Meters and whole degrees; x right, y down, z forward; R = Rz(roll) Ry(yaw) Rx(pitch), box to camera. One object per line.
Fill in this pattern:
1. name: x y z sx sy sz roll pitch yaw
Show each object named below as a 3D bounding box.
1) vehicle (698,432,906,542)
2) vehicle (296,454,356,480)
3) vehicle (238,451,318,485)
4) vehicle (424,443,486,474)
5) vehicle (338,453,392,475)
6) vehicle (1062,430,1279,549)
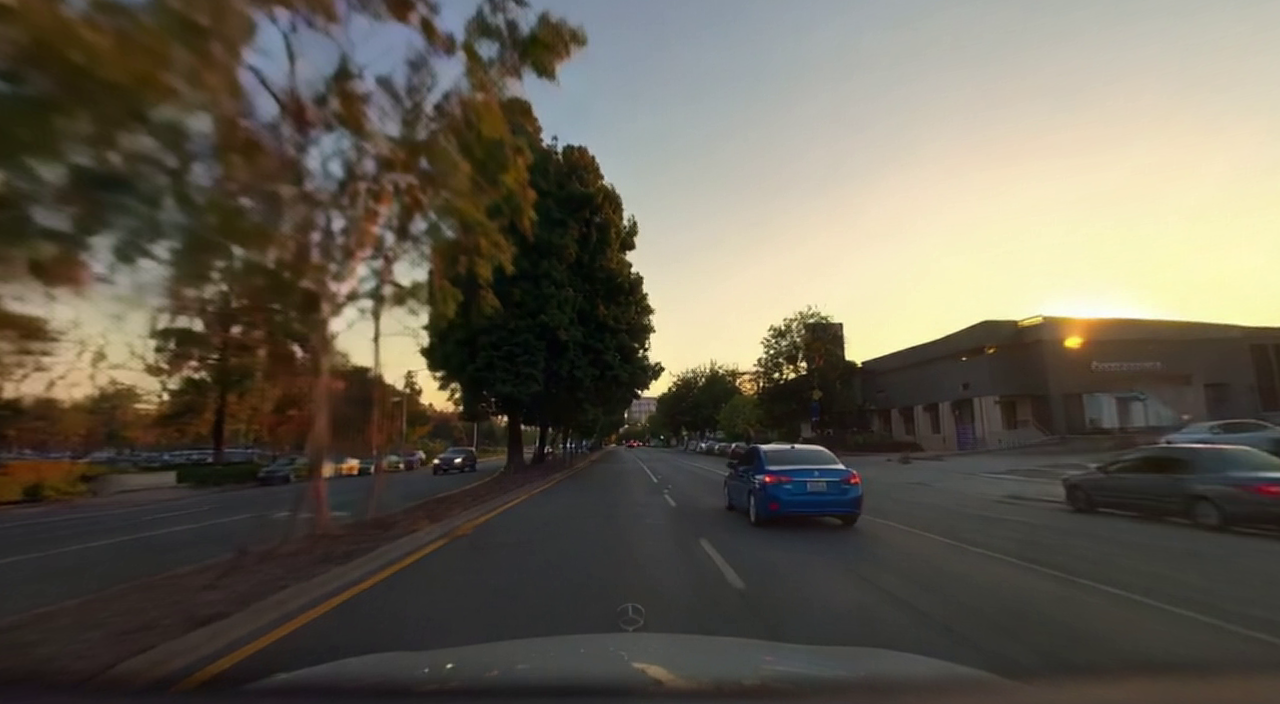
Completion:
1. vehicle: 2.372 2.133 10.679 2.141 1.443 4.499 0 -8 -3
2. vehicle: -20.157 7.368 40.624 1.736 1.502 4.259 0 -8 -1
3. vehicle: -20.064 6.406 35.171 1.888 1.751 4.526 0 -8 -2
4. vehicle: -9.861 5.697 34.010 1.990 1.496 4.598 0 -8 -1
5. vehicle: -20.279 8.272 46.694 1.896 1.485 4.546 0 -8 1
6. vehicle: 9.057 1.997 9.711 2.037 1.500 4.205 0 -8 -2
